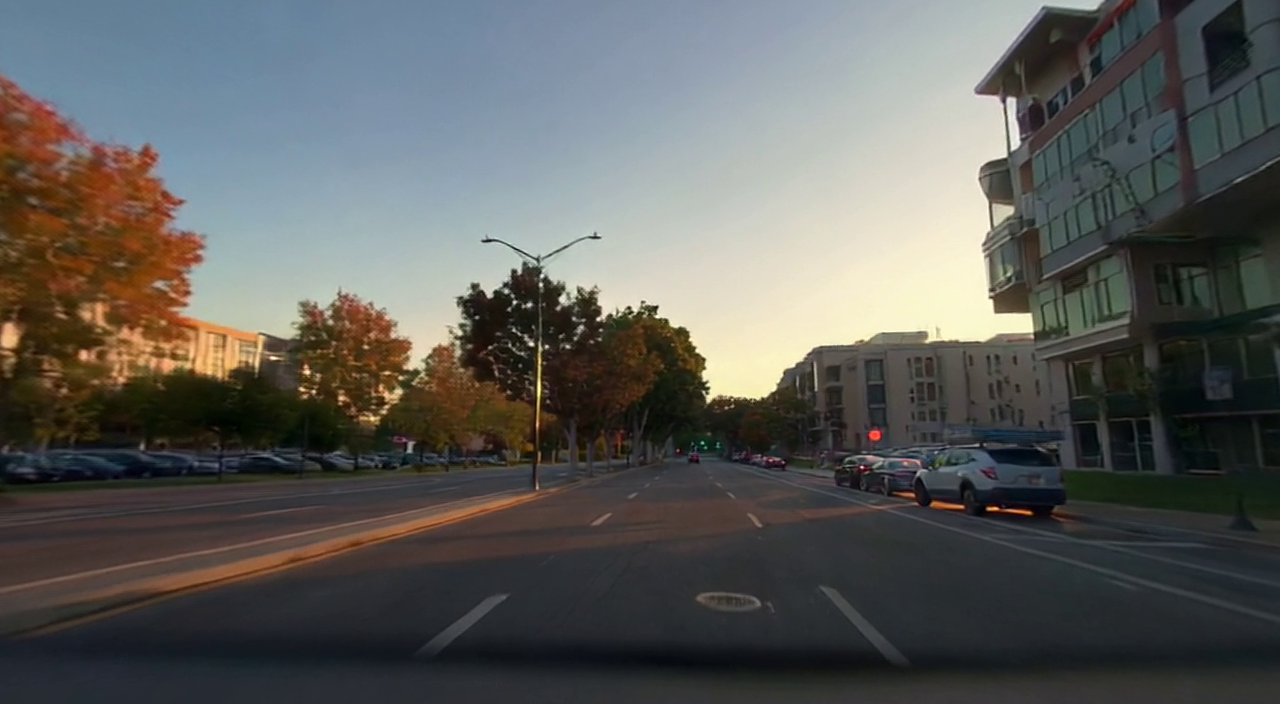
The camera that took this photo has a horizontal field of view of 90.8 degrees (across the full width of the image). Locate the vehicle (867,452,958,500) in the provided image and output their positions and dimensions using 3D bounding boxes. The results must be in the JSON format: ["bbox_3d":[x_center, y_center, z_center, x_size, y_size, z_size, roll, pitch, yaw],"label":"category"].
[{"bbox_3d":[9.347,4.245,22.017,1.714,1.439,4.020,-1,-8,6],"label":"vehicle"}]

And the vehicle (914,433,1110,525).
[{"bbox_3d":[8.668,2.944,15.342,2.152,1.869,4.476,0,-8,2],"label":"vehicle"}]
